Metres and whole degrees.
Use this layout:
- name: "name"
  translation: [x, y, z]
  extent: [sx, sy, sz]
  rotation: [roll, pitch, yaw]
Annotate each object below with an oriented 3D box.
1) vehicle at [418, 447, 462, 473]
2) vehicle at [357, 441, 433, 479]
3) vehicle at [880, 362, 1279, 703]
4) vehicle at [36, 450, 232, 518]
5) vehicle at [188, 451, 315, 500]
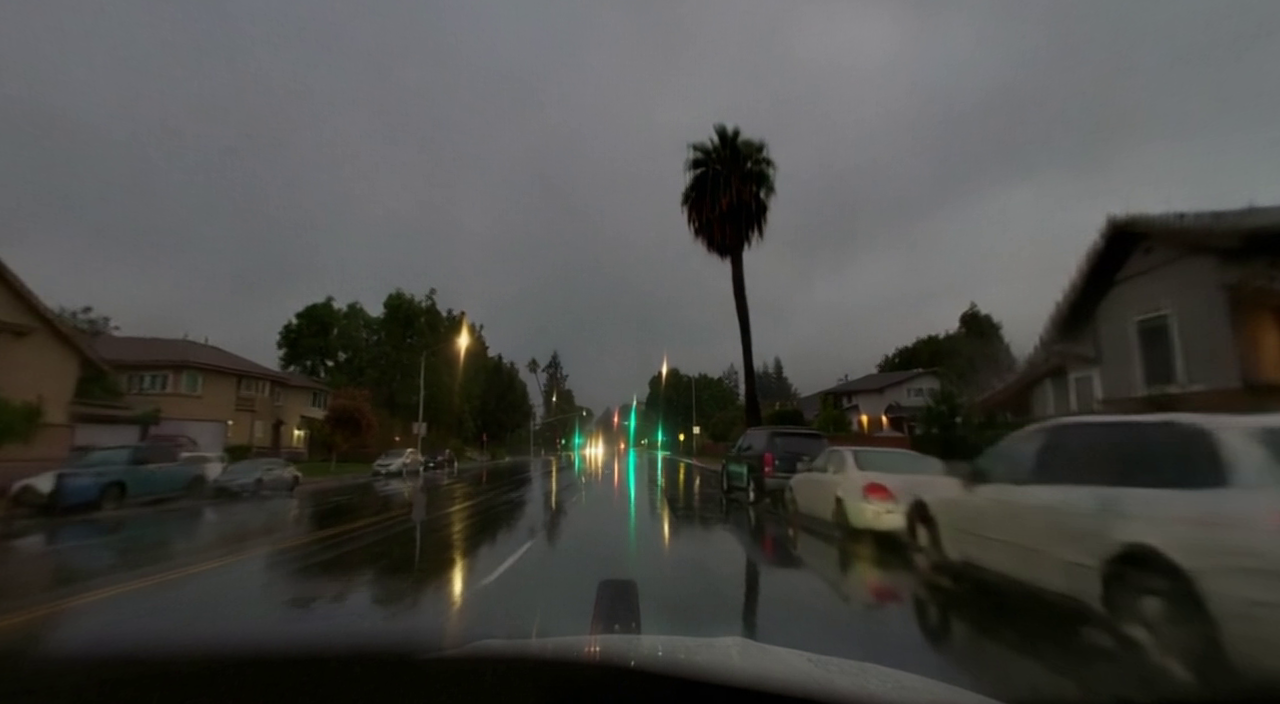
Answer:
- name: "vehicle"
  translation: [-14.397, 7.760, 45.707]
  extent: [1.890, 1.568, 4.444]
  rotation: [-2, -7, -2]
- name: "vehicle"
  translation: [-14.145, 6.240, 36.923]
  extent: [2.245, 1.904, 5.805]
  rotation: [-1, -7, -2]
- name: "vehicle"
  translation: [3.679, 1.186, 4.559]
  extent: [2.010, 1.696, 4.613]
  rotation: [0, -9, -1]
- name: "vehicle"
  translation: [-13.761, 3.559, 17.628]
  extent: [1.970, 1.525, 4.420]
  rotation: [0, -7, -3]
- name: "vehicle"
  translation: [-13.891, 4.394, 22.924]
  extent: [1.916, 1.459, 4.222]
  rotation: [-1, -8, 0]
